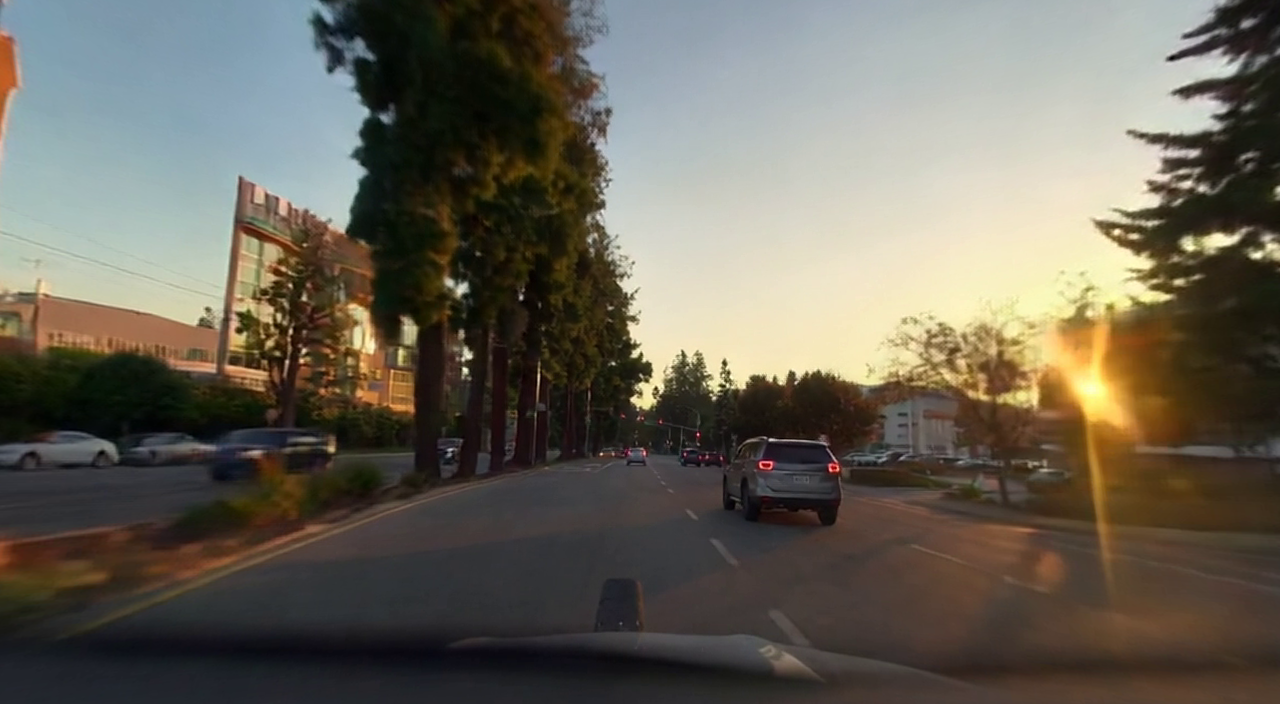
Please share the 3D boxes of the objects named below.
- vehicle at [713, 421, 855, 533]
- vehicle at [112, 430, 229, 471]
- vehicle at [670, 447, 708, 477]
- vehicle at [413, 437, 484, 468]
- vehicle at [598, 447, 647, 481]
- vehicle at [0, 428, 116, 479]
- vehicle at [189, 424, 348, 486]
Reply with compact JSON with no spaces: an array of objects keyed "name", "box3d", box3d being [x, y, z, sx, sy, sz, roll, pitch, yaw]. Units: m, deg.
[{"name":"vehicle","box3d":[2.911,2.631,13.780,2.035,1.940,4.299,3,-9,-1]},{"name":"vehicle","box3d":[-19.400,4.111,26.368,1.780,1.546,4.060,0,-9,-1]},{"name":"vehicle","box3d":[2.943,6.697,38.588,1.922,1.708,4.126,0,-9,-1]},{"name":"vehicle","box3d":[-11.609,6.139,38.764,2.496,1.750,5.670,0,-9,1]},{"name":"vehicle","box3d":[-0.741,5.110,29.118,2.119,1.460,3.847,0,-9,0]},{"name":"vehicle","box3d":[-19.240,3.150,19.655,1.913,1.417,4.592,0,-9,0]},{"name":"vehicle","box3d":[-11.187,3.157,19.526,2.105,1.645,4.590,0,-9,0]}]
